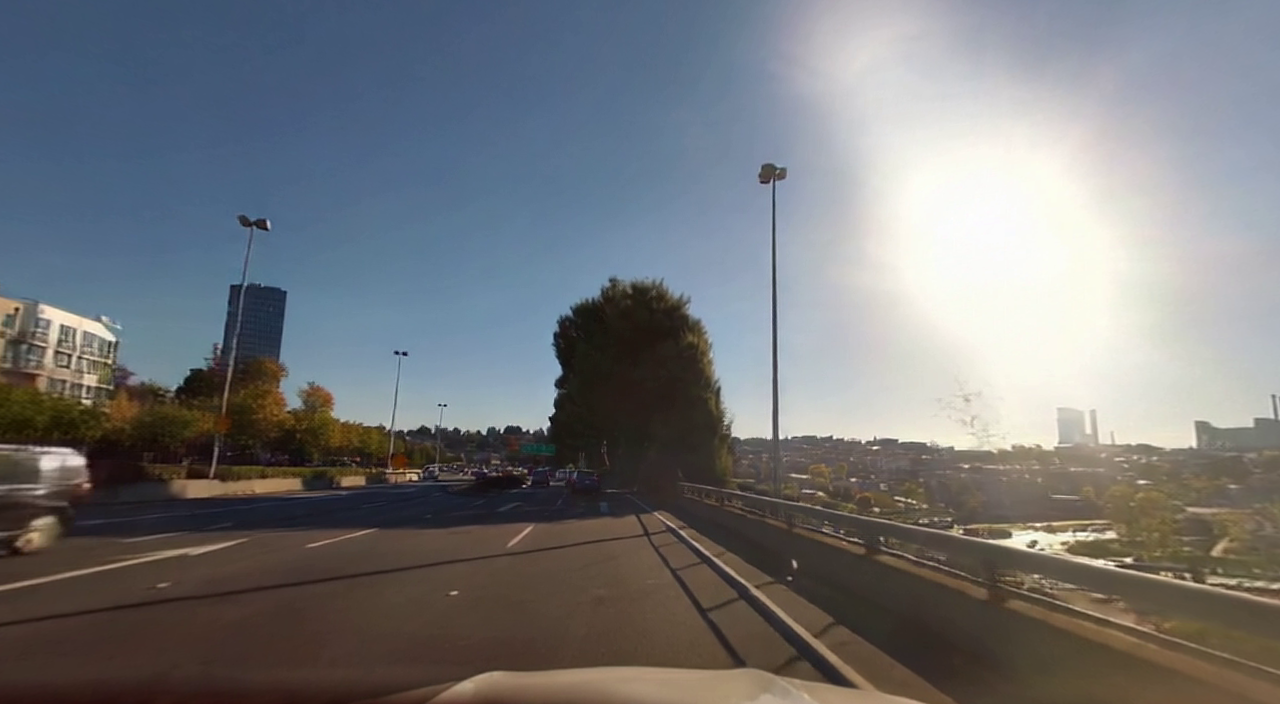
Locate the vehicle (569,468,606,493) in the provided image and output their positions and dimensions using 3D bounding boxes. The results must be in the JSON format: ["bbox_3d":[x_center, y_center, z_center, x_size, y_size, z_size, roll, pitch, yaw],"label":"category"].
[{"bbox_3d":[-3.571,8.541,42.014,2.129,1.471,4.258,3,-11,-8],"label":"vehicle"}]

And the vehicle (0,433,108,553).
[{"bbox_3d":[-10.057,1.869,8.324,2.183,1.665,4.498,2,-11,-3],"label":"vehicle"}]

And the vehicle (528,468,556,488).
[{"bbox_3d":[-7.770,9.957,49.960,2.030,1.441,4.806,3,-11,-8],"label":"vehicle"}]
